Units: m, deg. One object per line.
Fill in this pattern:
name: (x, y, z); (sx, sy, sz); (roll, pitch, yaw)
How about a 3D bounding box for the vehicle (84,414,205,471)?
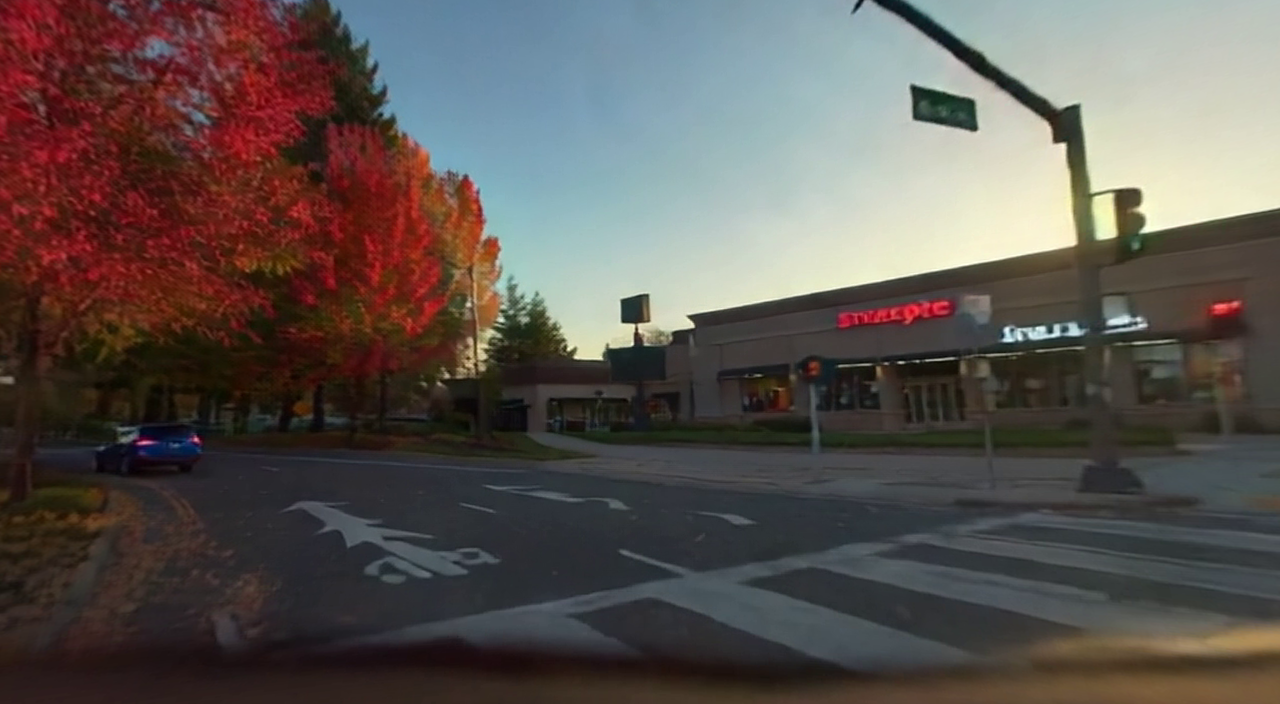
vehicle: (-18.026, 3.237, 22.864); (5.110, 1.814, 2.146); (-6, -9, 38)
